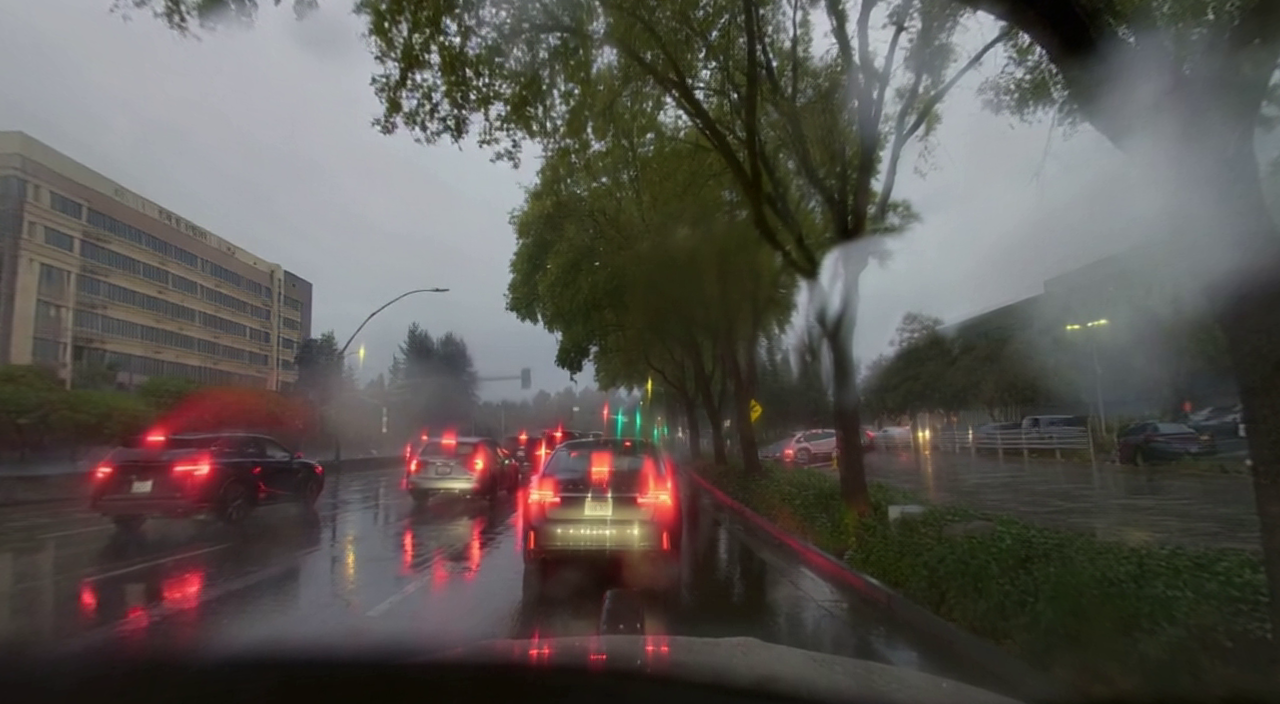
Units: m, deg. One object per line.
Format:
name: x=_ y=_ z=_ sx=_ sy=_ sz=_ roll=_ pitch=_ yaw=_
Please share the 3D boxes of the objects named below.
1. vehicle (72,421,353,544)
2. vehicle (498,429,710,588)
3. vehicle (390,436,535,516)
vehicle: x=-7.293 y=2.243 z=11.500 sx=2.068 sy=1.784 sz=4.224 roll=0 pitch=-9 yaw=1
vehicle: x=-0.356 y=1.830 z=8.216 sx=2.066 sy=1.544 sz=3.954 roll=0 pitch=-8 yaw=0
vehicle: x=-3.773 y=2.715 z=14.416 sx=1.913 sy=1.521 sz=4.539 roll=0 pitch=-9 yaw=1
